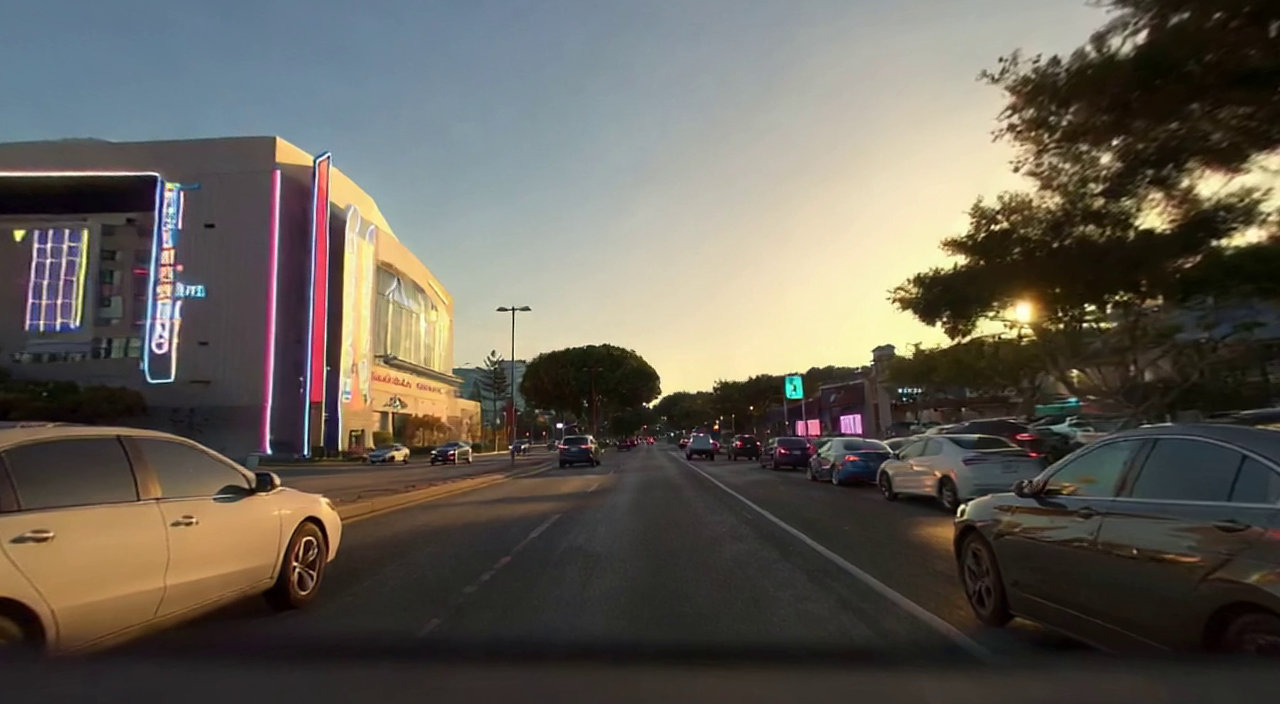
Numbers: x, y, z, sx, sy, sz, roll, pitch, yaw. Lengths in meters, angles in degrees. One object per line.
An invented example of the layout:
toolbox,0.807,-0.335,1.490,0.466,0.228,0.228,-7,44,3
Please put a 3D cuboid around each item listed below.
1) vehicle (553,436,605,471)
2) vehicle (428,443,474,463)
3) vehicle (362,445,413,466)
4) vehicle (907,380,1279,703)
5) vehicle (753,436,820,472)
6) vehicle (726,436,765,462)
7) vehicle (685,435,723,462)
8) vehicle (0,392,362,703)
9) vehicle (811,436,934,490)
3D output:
vehicle,-2.821,4.825,30.127,1.917,1.511,4.436,-1,-8,1
vehicle,-14.725,7.863,49.268,2.177,1.519,4.307,-1,-8,1
vehicle,-18.771,7.723,47.092,1.911,1.482,4.430,-1,-8,1
vehicle,3.211,0.957,2.906,1.981,1.499,4.536,0,-8,0
vehicle,7.199,5.034,31.362,2.077,1.666,4.342,0,-8,-3
vehicle,7.791,7.201,46.844,2.003,1.789,4.718,0,-8,-1
vehicle,4.274,6.528,42.753,2.007,1.683,4.171,0,-8,-1
vehicle,-3.681,1.032,3.279,2.155,1.504,4.776,-1,-8,2
vehicle,7.329,3.538,20.549,2.033,1.540,4.923,0,-8,-1
